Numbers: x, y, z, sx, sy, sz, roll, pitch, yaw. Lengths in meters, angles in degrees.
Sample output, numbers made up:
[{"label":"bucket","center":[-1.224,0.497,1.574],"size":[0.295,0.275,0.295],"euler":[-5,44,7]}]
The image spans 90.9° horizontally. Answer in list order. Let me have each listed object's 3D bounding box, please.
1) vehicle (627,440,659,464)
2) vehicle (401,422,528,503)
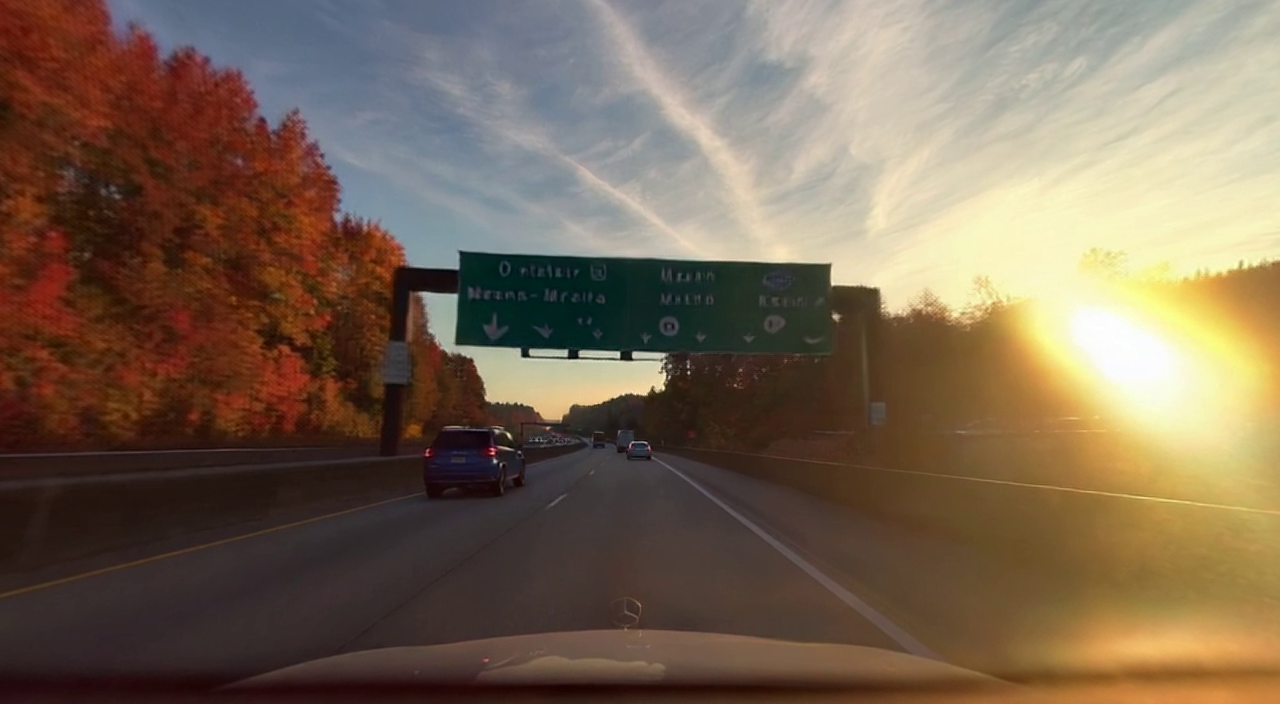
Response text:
[{"label":"vehicle","center":[0.179,6.455,40.772],"size":[1.939,1.497,3.863],"euler":[0,-8,-1]},{"label":"vehicle","center":[-4.168,2.683,15.724],"size":[1.924,1.720,4.195],"euler":[0,-8,0]}]
